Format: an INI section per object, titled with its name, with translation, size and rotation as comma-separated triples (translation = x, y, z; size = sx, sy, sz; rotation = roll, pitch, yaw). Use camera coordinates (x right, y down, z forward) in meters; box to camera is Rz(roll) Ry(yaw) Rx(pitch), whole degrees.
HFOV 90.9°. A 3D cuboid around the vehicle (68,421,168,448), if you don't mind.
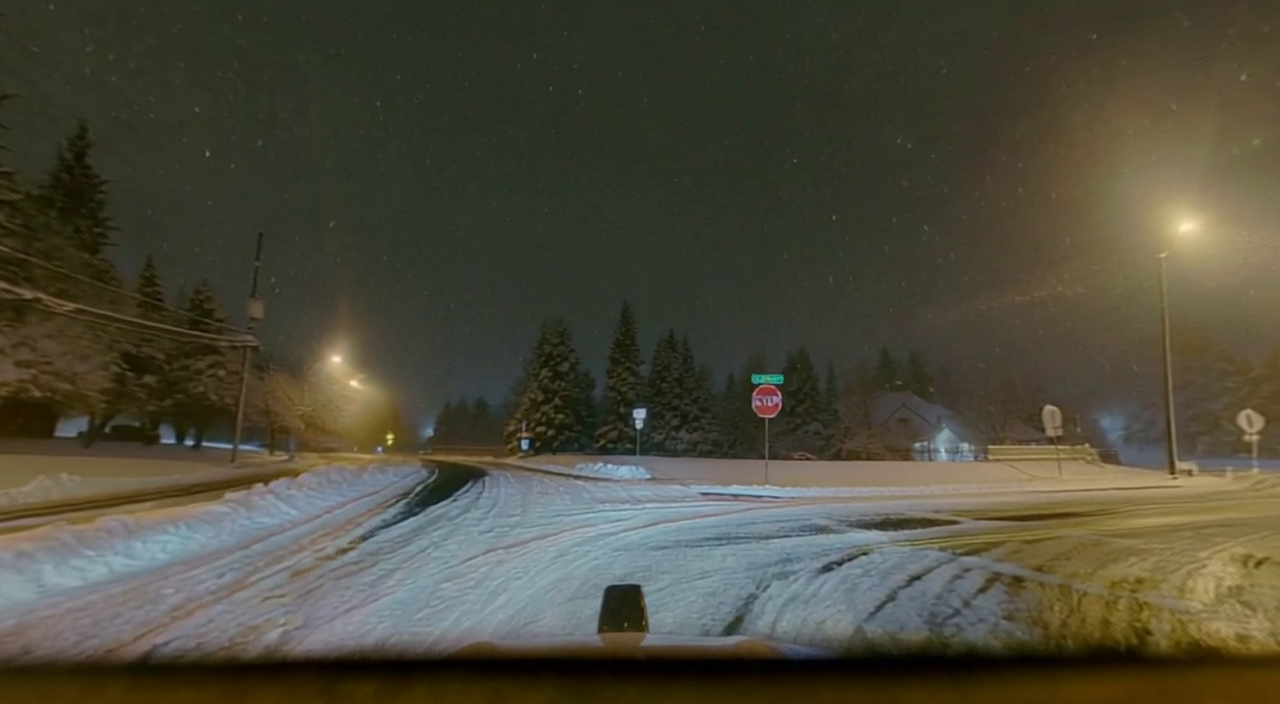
[vehicle]
translation = -40.971, 6.556, 49.672
size = 2.220, 2.051, 5.476
rotation = -4, -9, 27
